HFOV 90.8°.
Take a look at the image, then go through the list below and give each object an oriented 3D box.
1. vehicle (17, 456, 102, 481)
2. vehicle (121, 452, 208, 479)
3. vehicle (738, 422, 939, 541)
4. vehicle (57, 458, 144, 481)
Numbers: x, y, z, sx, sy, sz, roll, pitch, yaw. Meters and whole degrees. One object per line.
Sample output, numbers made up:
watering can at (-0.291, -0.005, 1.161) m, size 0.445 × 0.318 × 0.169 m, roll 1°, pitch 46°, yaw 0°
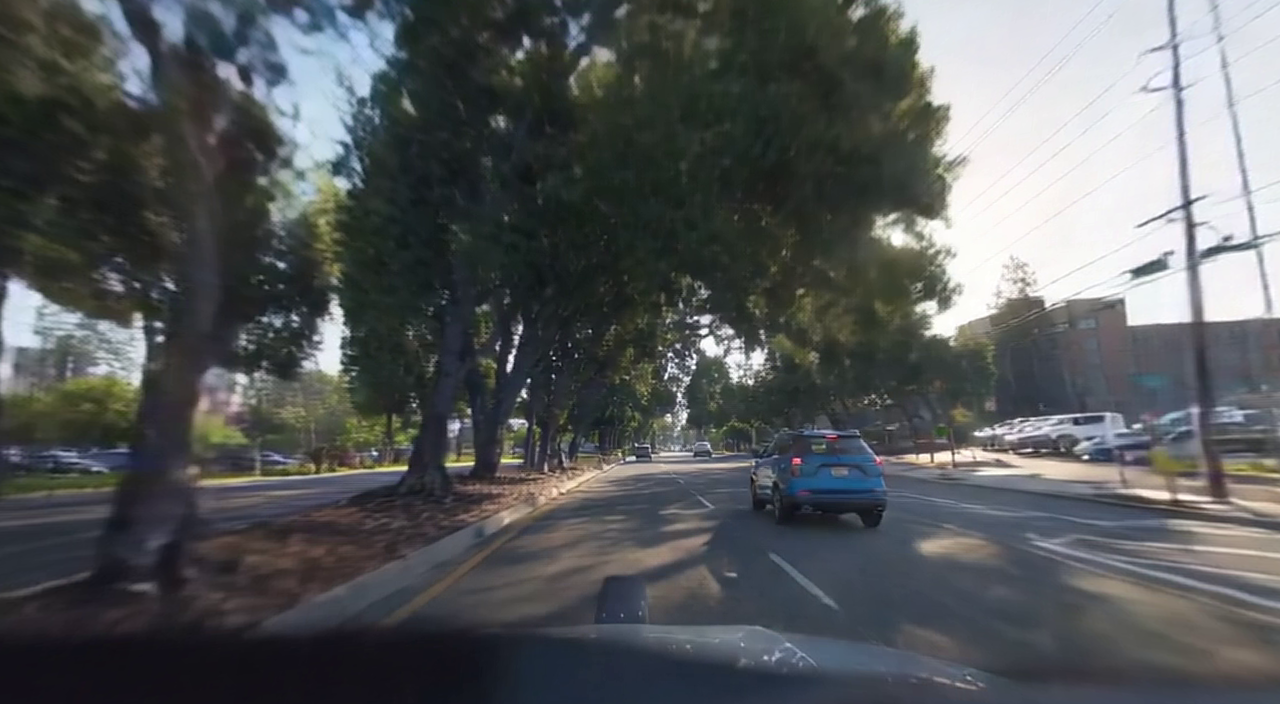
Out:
vehicle at (-42.199, 8.455, 45.975) m, size 4.291 × 1.703 × 1.976 m, roll 0°, pitch -8°, yaw 2°
vehicle at (-36.245, 8.642, 48.245) m, size 4.983 × 1.727 × 2.059 m, roll -2°, pitch -7°, yaw -3°
vehicle at (3.161, 2.157, 11.163) m, size 2.060 × 1.665 × 4.284 m, roll 0°, pitch -8°, yaw -1°
vehicle at (-36.480, 7.953, 42.756) m, size 4.190 × 1.483 × 1.866 m, roll -1°, pitch -8°, yaw 3°
